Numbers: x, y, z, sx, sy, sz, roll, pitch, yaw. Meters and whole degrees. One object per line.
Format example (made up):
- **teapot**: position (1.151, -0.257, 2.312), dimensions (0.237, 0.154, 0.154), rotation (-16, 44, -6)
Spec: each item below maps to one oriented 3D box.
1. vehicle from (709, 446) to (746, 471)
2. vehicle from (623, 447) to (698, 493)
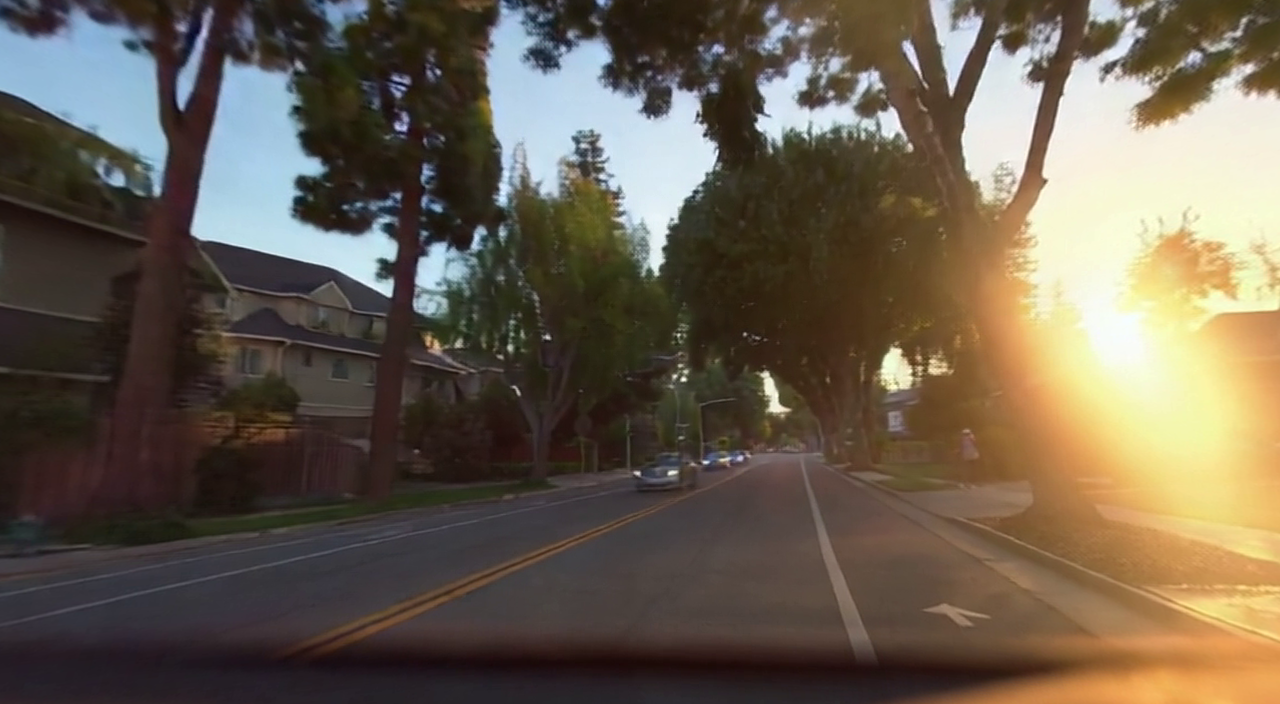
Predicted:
- **vehicle**: position (6.542, 7.852, 46.708), dimensions (2.167, 1.691, 4.755), rotation (-2, -8, 15)
- **vehicle**: position (0.885, 4.333, 23.622), dimensions (1.906, 1.498, 4.222), rotation (-2, -8, 15)
